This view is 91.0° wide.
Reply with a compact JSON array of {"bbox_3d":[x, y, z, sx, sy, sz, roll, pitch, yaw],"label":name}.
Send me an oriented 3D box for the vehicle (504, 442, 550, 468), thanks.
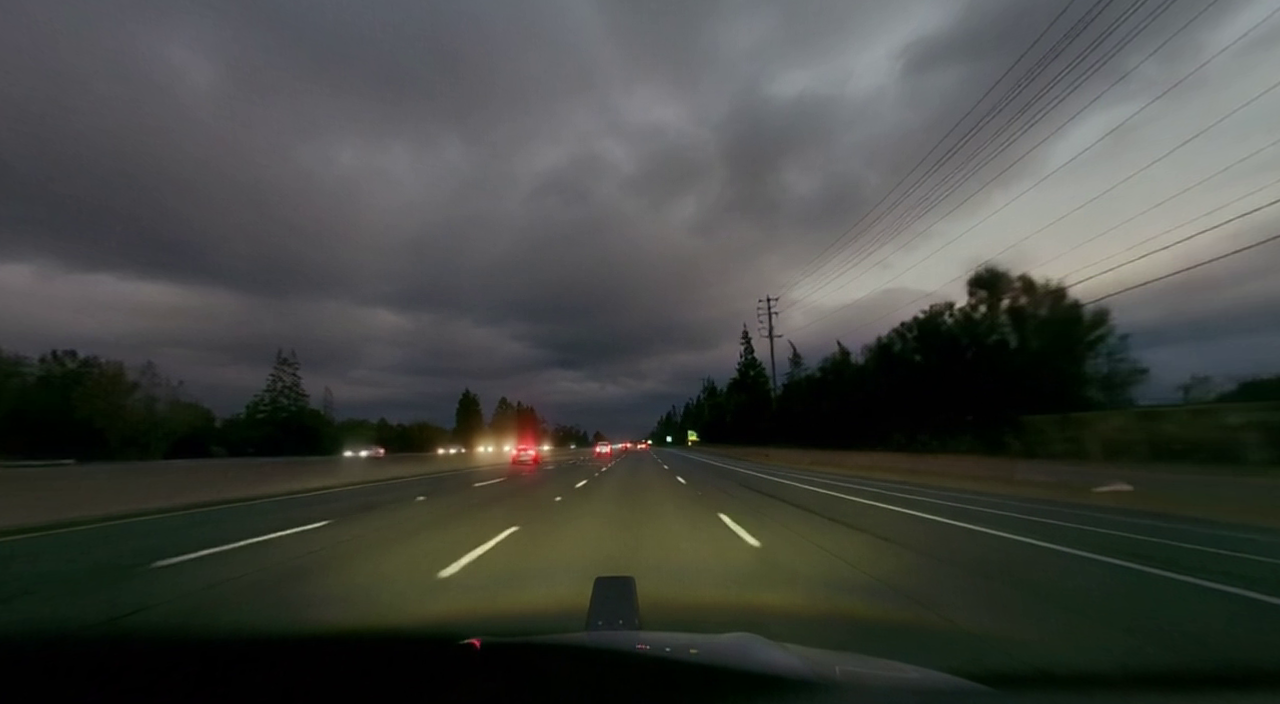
[{"bbox_3d":[-7.260,6.678,40.915,2.034,1.563,4.476,0,-9,1],"label":"vehicle"}]
